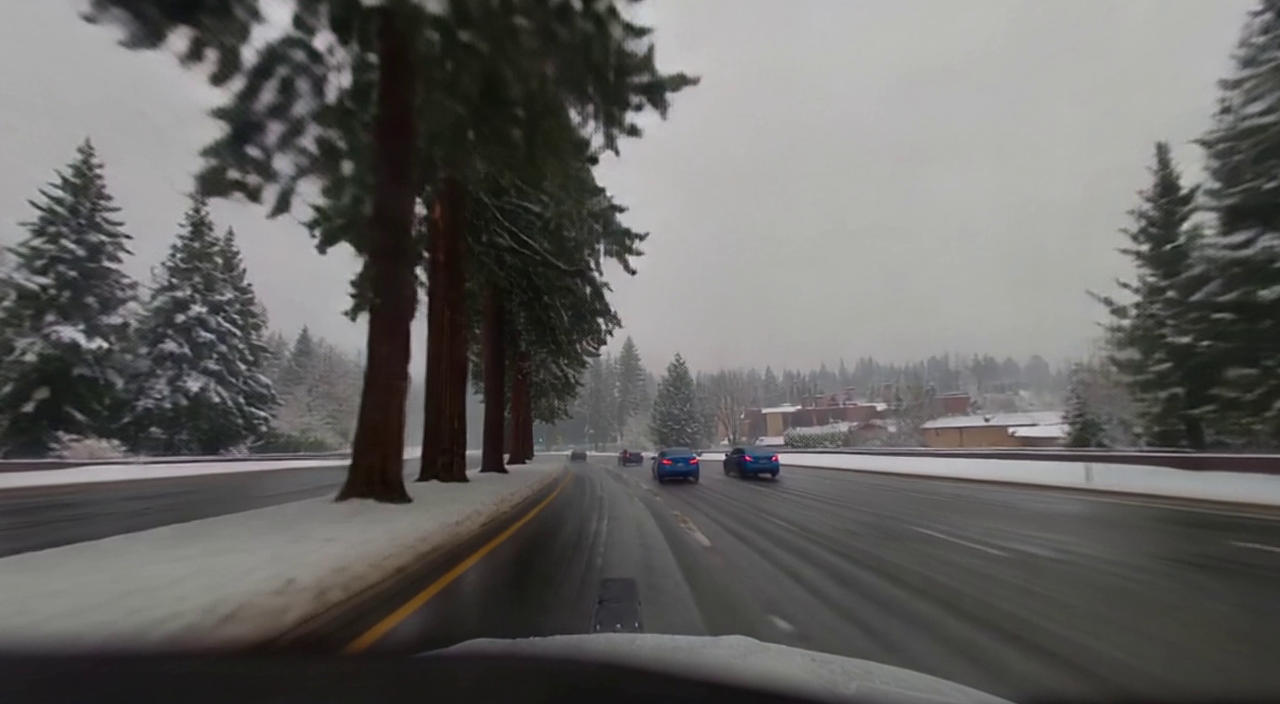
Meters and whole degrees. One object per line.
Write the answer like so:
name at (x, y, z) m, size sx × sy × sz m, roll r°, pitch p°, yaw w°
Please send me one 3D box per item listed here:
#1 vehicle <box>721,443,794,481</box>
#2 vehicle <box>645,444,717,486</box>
vehicle at (4.909, 4.673, 27.031) m, size 1.901 × 1.474 × 4.363 m, roll 1°, pitch -9°, yaw -6°
vehicle at (1.463, 4.316, 24.336) m, size 2.077 × 1.464 × 4.134 m, roll 1°, pitch -9°, yaw -6°
